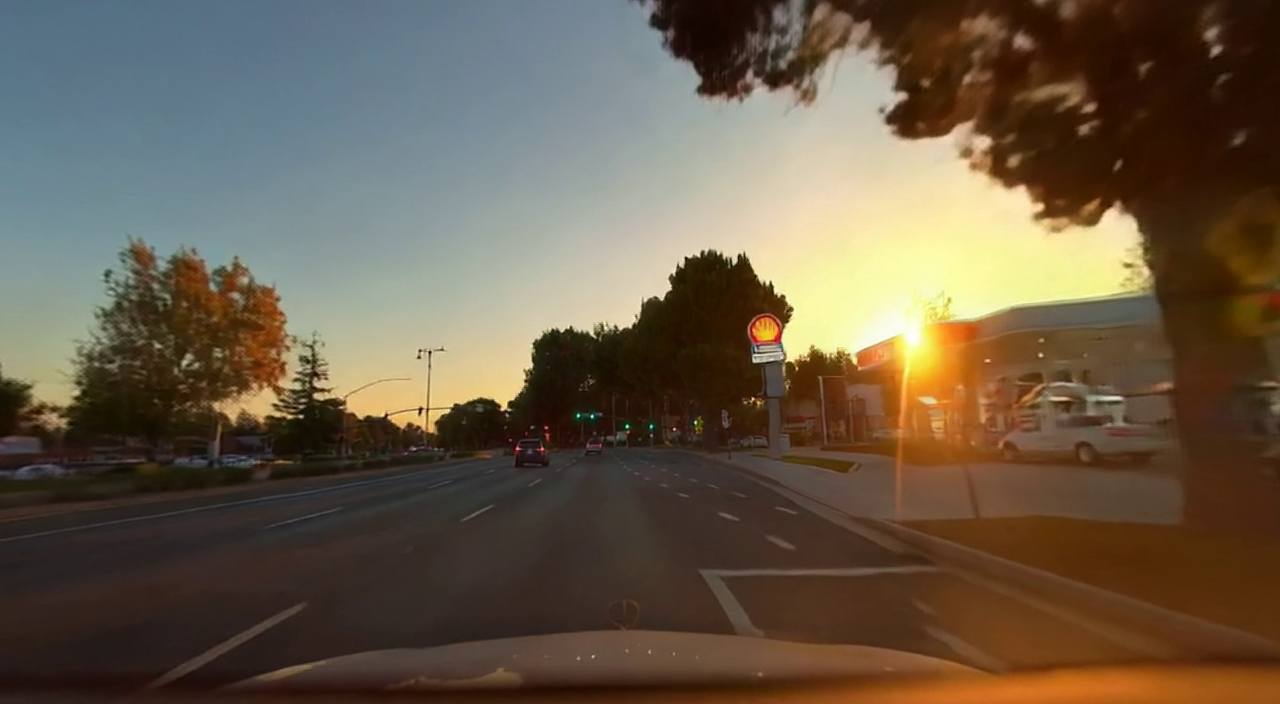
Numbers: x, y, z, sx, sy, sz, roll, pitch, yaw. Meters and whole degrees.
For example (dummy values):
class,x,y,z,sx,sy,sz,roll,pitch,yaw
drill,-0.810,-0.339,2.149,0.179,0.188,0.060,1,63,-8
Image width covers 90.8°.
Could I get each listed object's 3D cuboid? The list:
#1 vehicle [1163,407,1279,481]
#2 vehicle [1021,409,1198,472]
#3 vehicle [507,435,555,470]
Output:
class,x,y,z,sx,sy,sz,roll,pitch,yaw
vehicle,13.228,1.882,13.002,3.453,1.409,1.608,0,-8,0
vehicle,13.496,2.575,18.364,3.562,1.693,1.876,0,-8,1
vehicle,-5.828,5.401,34.219,1.985,1.772,4.479,0,-8,-2
